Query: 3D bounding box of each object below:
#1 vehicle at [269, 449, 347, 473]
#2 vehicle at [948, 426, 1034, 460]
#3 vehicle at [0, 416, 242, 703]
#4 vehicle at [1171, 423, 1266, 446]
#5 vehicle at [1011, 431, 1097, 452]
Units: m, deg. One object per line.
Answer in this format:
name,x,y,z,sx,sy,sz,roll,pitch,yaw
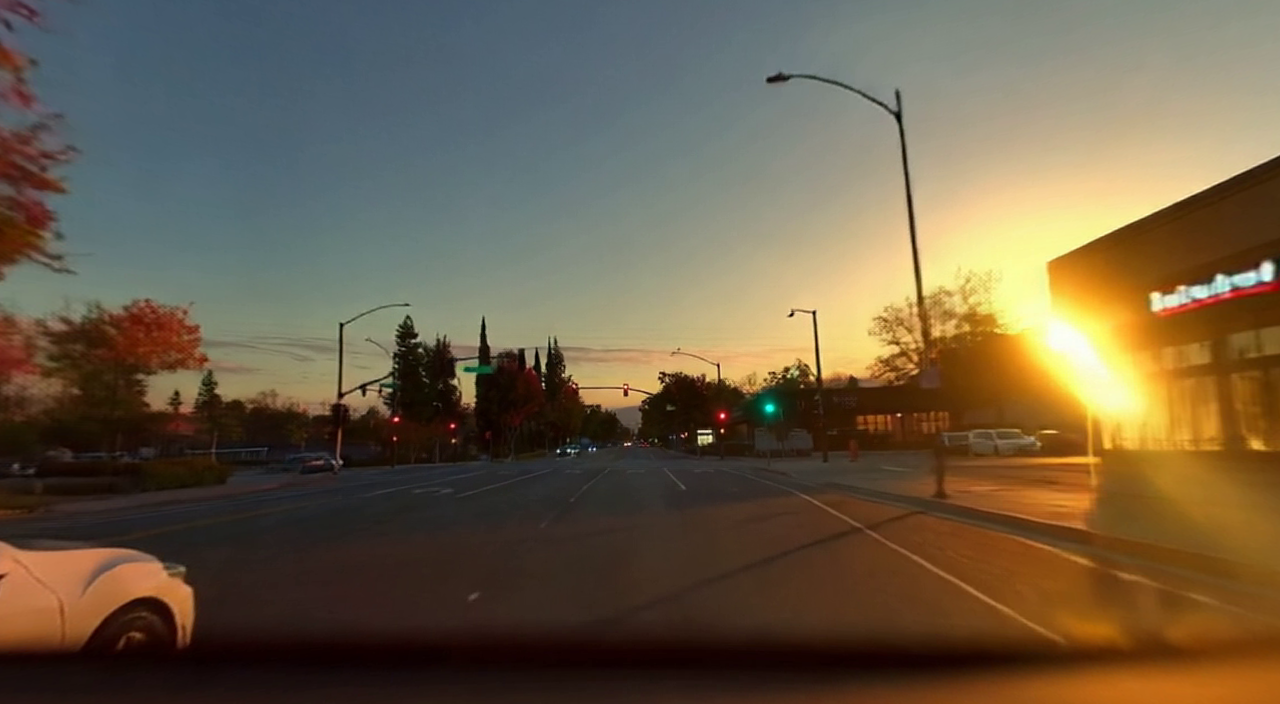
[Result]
vehicle,-25.159,8.277,48.024,4.727,1.719,2.095,-1,-8,2
vehicle,18.656,4.873,33.843,1.879,1.643,4.484,0,-8,-3
vehicle,-2.910,0.746,0.754,1.874,1.424,4.553,0,-8,1
vehicle,39.575,5.670,43.283,4.491,1.456,1.844,-1,-9,3
vehicle,28.568,6.194,43.677,4.663,1.400,1.716,-1,-8,2
